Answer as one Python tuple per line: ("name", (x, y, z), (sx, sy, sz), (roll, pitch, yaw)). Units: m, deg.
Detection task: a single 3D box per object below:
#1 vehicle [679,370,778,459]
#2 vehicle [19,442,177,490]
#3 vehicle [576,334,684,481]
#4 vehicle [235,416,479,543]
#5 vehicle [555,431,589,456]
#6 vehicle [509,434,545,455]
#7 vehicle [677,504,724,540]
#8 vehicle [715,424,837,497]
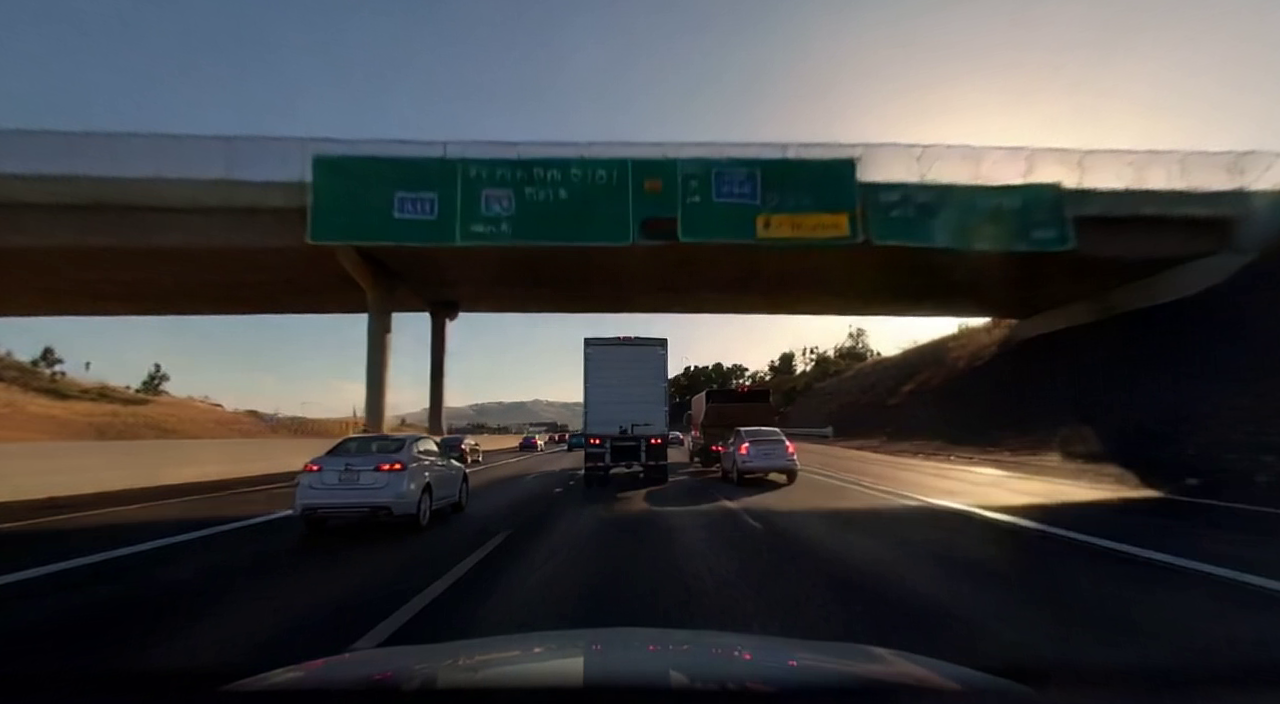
("vehicle", (4.354, 3.868, 35.058), (2.863, 3.936, 14.058), (1, -9, -3))
("vehicle", (-20.204, 4.221, 23.760), (1.832, 1.539, 4.650), (0, -8, 0))
("vehicle", (-0.384, 2.170, 22.298), (2.938, 4.033, 9.980), (0, -8, -1))
("vehicle", (-3.883, 1.788, 9.485), (1.882, 1.493, 3.828), (0, -8, 0))
("vehicle", (-4.705, 6.389, 44.047), (1.986, 1.612, 4.155), (0, -8, -1))
("vehicle", (-8.611, 7.070, 48.294), (2.019, 1.471, 4.347), (0, -8, 0))
("vehicle", (4.060, 11.483, 42.643), (2.835, 2.000, 2.696), (0, -7, -2))
("vehicle", (3.118, 2.567, 15.316), (1.976, 1.513, 4.065), (0, -8, -1))
